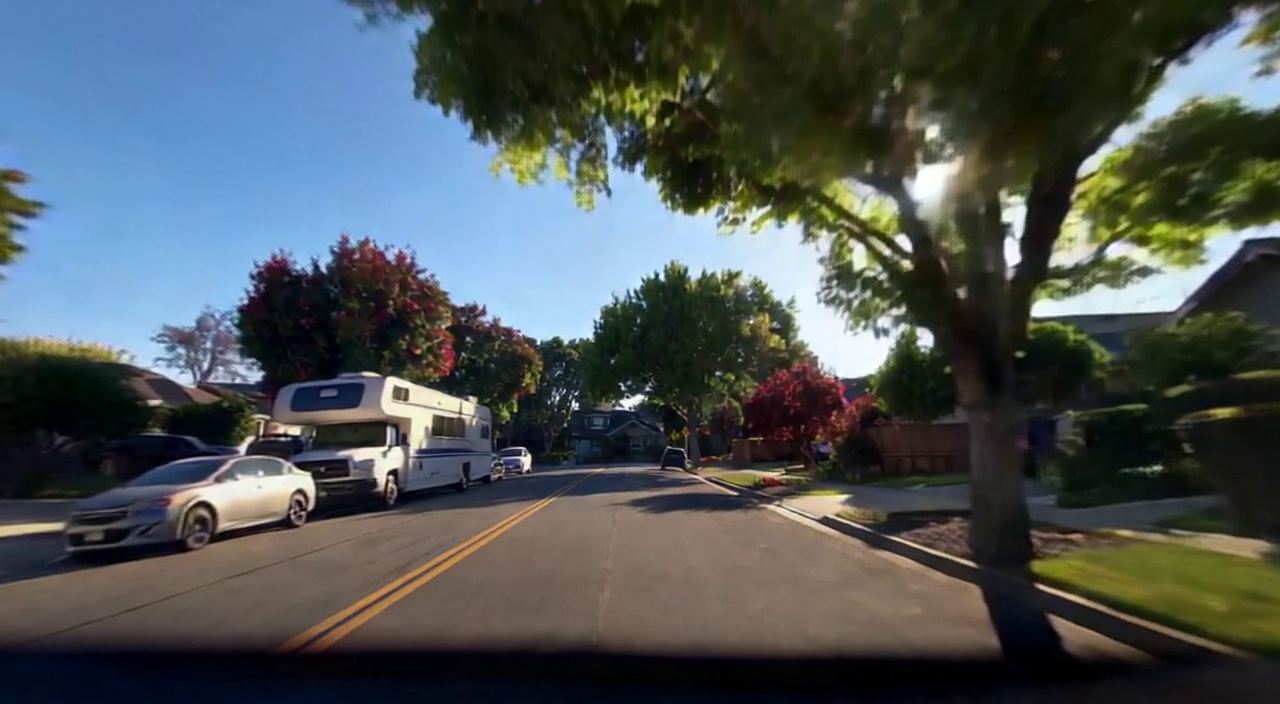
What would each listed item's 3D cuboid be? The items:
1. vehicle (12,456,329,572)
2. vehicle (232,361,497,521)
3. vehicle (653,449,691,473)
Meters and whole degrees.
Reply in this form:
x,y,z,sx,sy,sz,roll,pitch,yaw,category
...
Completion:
x,y,z,sx,sy,sz,roll,pitch,yaw,category
-7.375,2.528,10.721,1.932,1.438,4.552,0,-9,-1,vehicle
-7.355,2.966,19.801,3.103,3.479,11.801,-1,-10,-1,vehicle
2.111,7.445,43.437,2.167,1.479,4.597,0,-9,-3,vehicle
